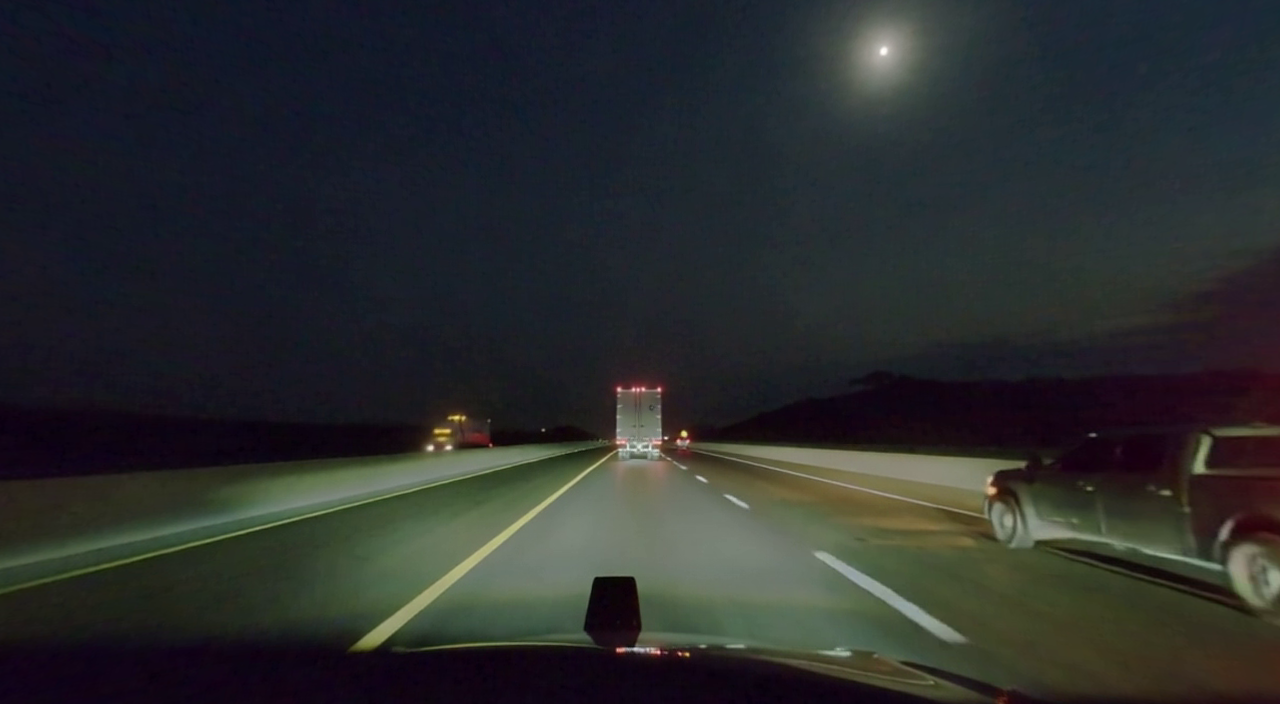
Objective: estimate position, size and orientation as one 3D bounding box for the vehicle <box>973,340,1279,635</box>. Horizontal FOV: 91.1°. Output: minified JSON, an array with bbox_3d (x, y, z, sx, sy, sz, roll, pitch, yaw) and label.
[{"bbox_3d":[5.032,0.997,5.058,2.091,1.829,4.625,0,-8,-1],"label":"vehicle"}]

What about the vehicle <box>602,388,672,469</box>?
[{"bbox_3d":[-0.340,4.032,33.384,2.953,3.406,13.372,1,-7,-2],"label":"vehicle"}]

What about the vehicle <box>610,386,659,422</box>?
[{"bbox_3d":[-0.236,2.475,29.231,2.112,1.472,4.240,0,-8,0],"label":"vehicle"}]
